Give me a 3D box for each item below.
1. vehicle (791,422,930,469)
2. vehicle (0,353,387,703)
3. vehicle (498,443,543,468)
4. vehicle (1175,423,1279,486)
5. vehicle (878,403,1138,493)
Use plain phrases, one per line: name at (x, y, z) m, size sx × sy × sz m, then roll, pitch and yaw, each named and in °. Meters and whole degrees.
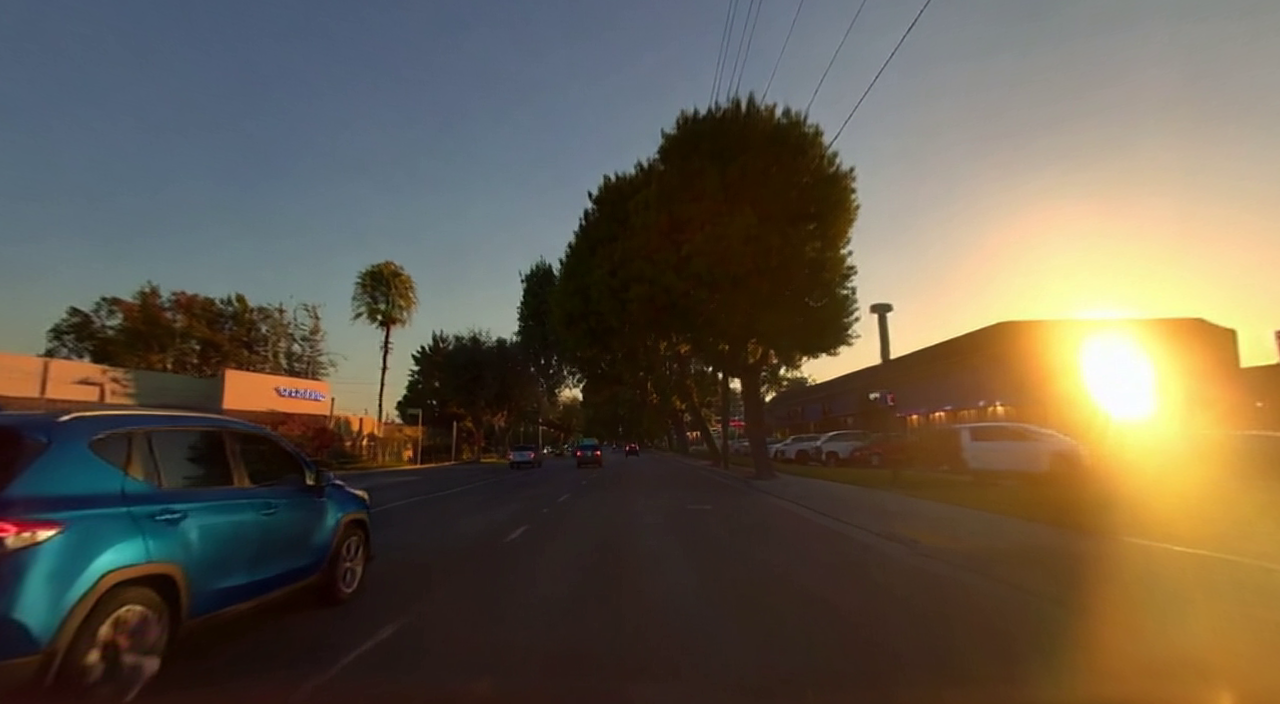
vehicle at (9.102, 3.901, 26.362) m, size 4.978 × 1.874 × 2.079 m, roll 0°, pitch -8°, yaw -2°
vehicle at (-3.432, 1.038, 3.719) m, size 2.127 × 1.654 × 4.121 m, roll 0°, pitch -8°, yaw 0°
vehicle at (-7.486, 6.497, 39.911) m, size 1.990 × 1.483 × 4.410 m, roll 0°, pitch -8°, yaw 0°
vehicle at (15.623, 2.400, 15.037) m, size 2.177 × 1.397 × 4.511 m, roll -3°, pitch -8°, yaw 8°
vehicle at (8.722, 2.348, 15.570) m, size 5.031 × 1.951 × 2.184 m, roll -2°, pitch -9°, yaw 15°
